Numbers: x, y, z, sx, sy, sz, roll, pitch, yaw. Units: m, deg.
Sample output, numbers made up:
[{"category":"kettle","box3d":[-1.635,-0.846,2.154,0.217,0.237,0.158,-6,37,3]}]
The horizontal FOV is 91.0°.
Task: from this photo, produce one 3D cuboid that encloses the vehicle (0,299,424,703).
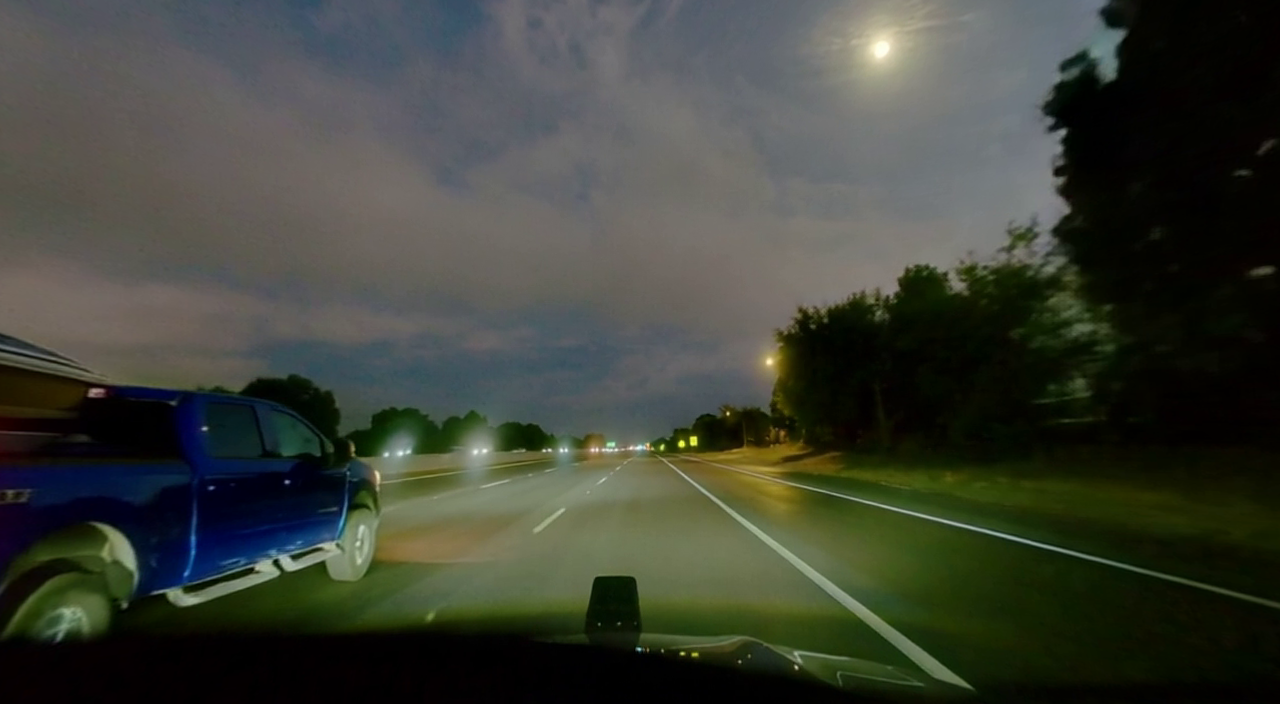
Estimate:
[{"category":"vehicle","box3d":[-3.401,0.977,3.930,2.202,1.836,5.009,0,-9,1]}]
